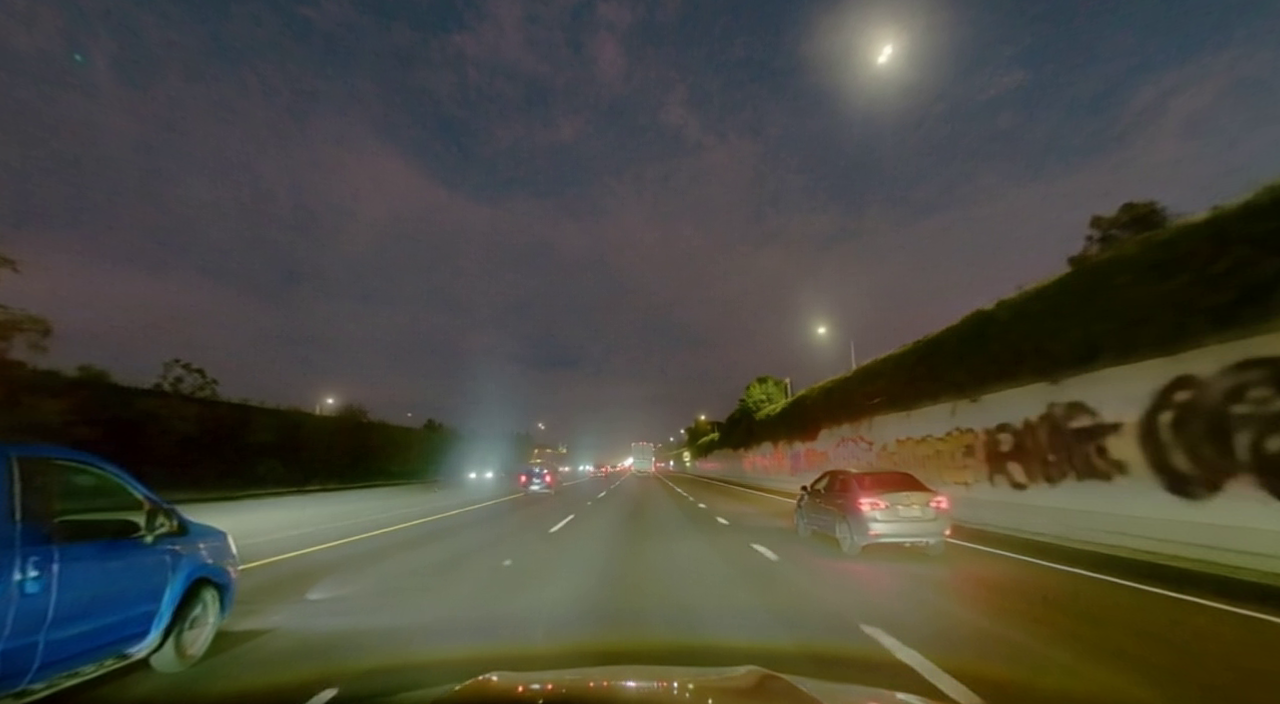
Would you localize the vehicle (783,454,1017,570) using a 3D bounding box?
[{"bbox_3d":[3.825,2.446,10.242,1.917,1.458,4.199,1,-10,-2],"label":"vehicle"}]

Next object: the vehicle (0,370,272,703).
[{"bbox_3d":[-3.416,0.765,1.771,2.004,1.610,4.508,1,-10,0],"label":"vehicle"}]

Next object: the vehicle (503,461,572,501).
[{"bbox_3d":[-4.034,5.194,25.531,2.054,1.443,4.131,1,-10,0],"label":"vehicle"}]

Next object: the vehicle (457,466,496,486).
[{"bbox_3d":[-12.715,9.657,49.270,1.873,1.475,4.620,1,-10,-1],"label":"vehicle"}]
